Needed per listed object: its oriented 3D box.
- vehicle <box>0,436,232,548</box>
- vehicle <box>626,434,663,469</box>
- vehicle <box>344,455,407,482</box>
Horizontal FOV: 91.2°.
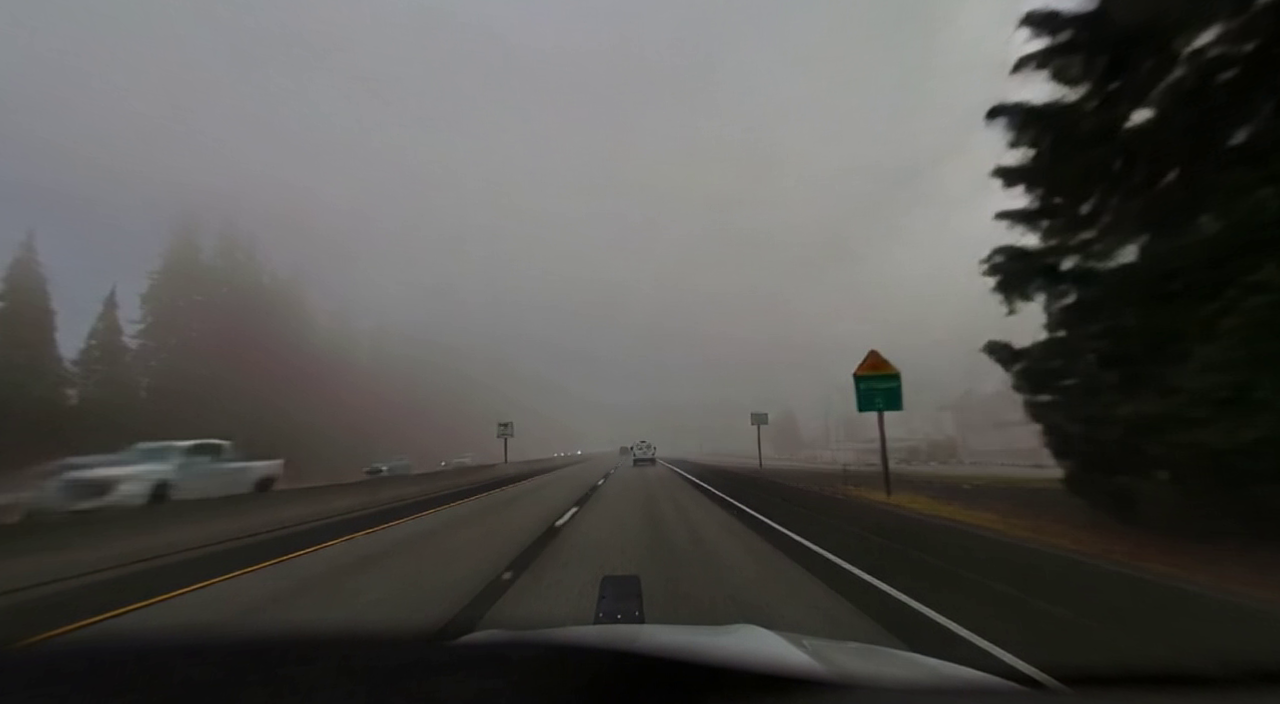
[{"bbox_3d":[-12.206,2.959,14.125,2.243,1.979,5.607,0,-9,0],"label":"vehicle"},{"bbox_3d":[0.314,6.425,40.438,2.268,2.122,4.595,-1,-9,1],"label":"vehicle"},{"bbox_3d":[-16.354,7.207,38.990,1.891,1.517,4.540,-1,-9,1],"label":"vehicle"}]
